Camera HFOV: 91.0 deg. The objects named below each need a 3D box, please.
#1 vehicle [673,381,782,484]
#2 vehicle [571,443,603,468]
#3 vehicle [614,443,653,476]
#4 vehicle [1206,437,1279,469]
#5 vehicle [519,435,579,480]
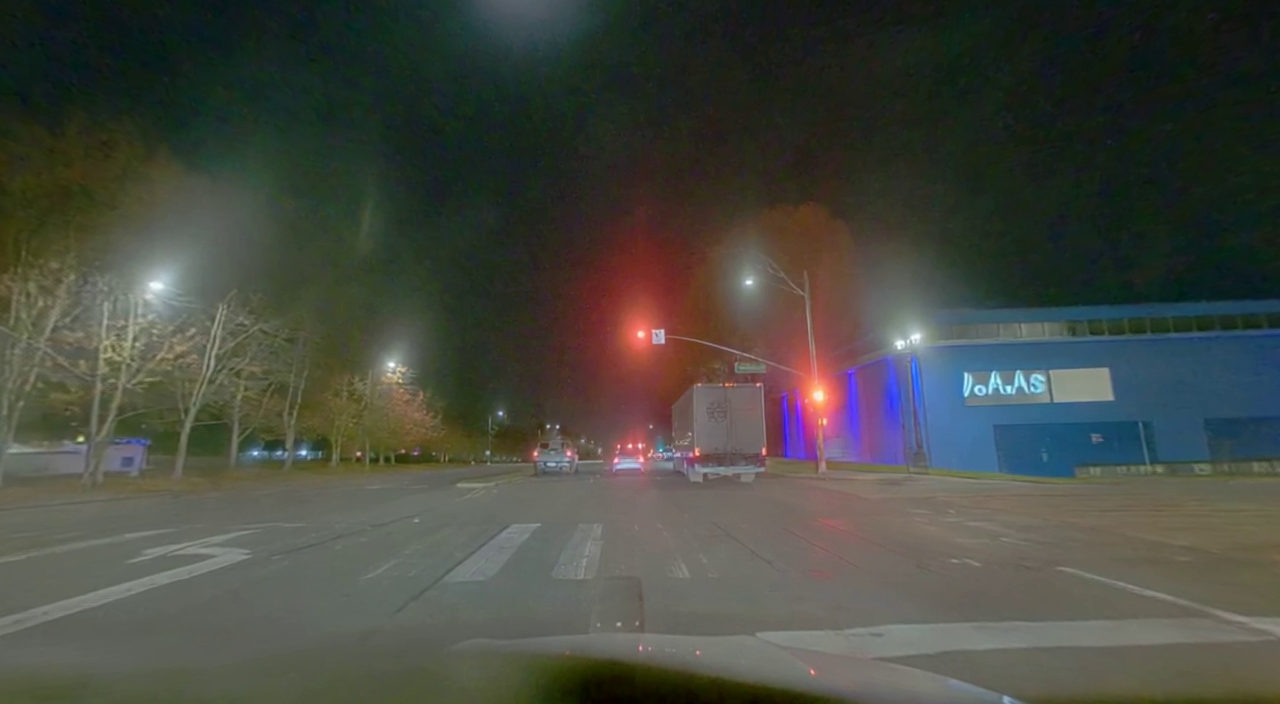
[{"bbox_3d":[3.411,3.668,27.928,3.003,3.680,10.684,0,-9,-2],"label":"vehicle"},{"bbox_3d":[-3.792,7.475,45.559,1.950,1.665,4.203,0,-9,0],"label":"vehicle"},{"bbox_3d":[-0.313,5.369,31.619,1.846,1.528,4.348,0,-9,0],"label":"vehicle"},{"bbox_3d":[32.653,5.300,33.111,1.761,1.547,3.972,1,-9,-8],"label":"vehicle"},{"bbox_3d":[-4.027,4.760,28.656,2.035,1.867,4.607,0,-9,0],"label":"vehicle"}]
